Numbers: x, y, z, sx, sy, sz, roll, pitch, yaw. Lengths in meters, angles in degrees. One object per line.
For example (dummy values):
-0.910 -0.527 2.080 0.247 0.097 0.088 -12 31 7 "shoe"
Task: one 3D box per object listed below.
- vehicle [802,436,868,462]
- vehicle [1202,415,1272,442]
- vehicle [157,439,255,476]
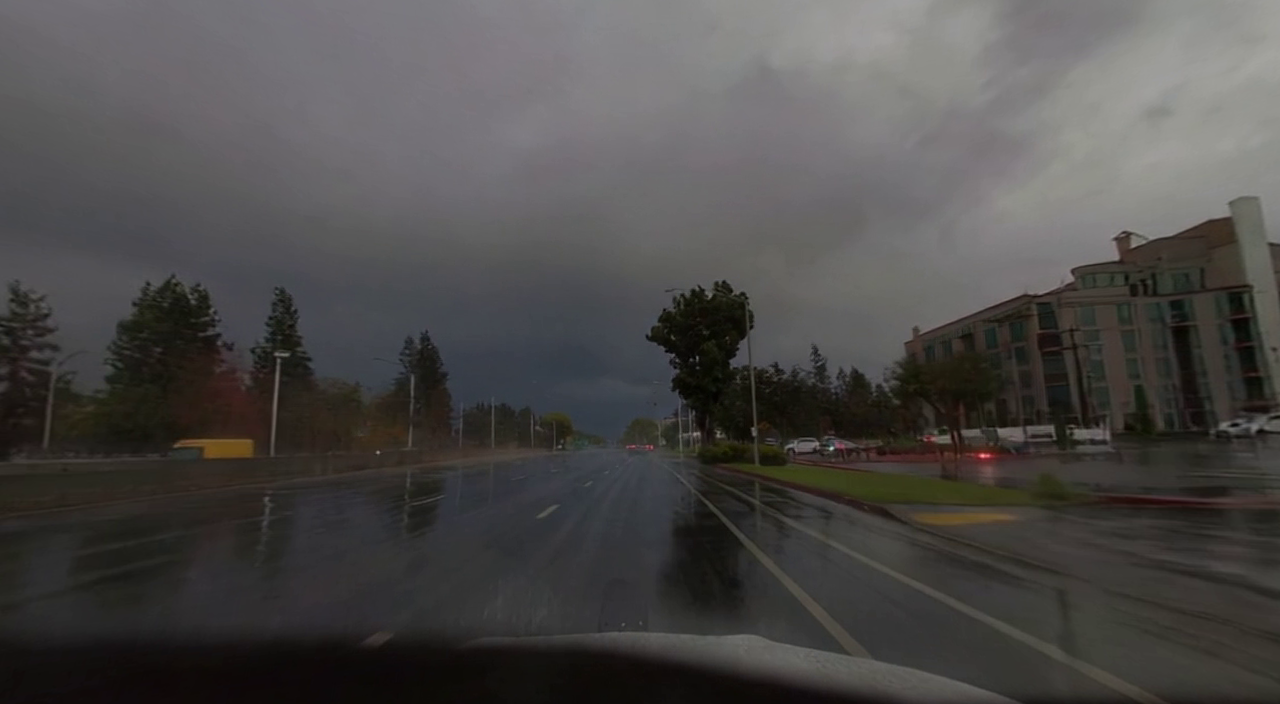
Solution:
14.947 7.442 48.473 4.388 1.446 1.808 -6 -7 1 "vehicle"
42.610 5.483 45.002 4.477 1.834 2.117 4 -9 -28 "vehicle"
-32.099 7.785 46.993 2.514 2.485 6.584 0 -8 1 "vehicle"
